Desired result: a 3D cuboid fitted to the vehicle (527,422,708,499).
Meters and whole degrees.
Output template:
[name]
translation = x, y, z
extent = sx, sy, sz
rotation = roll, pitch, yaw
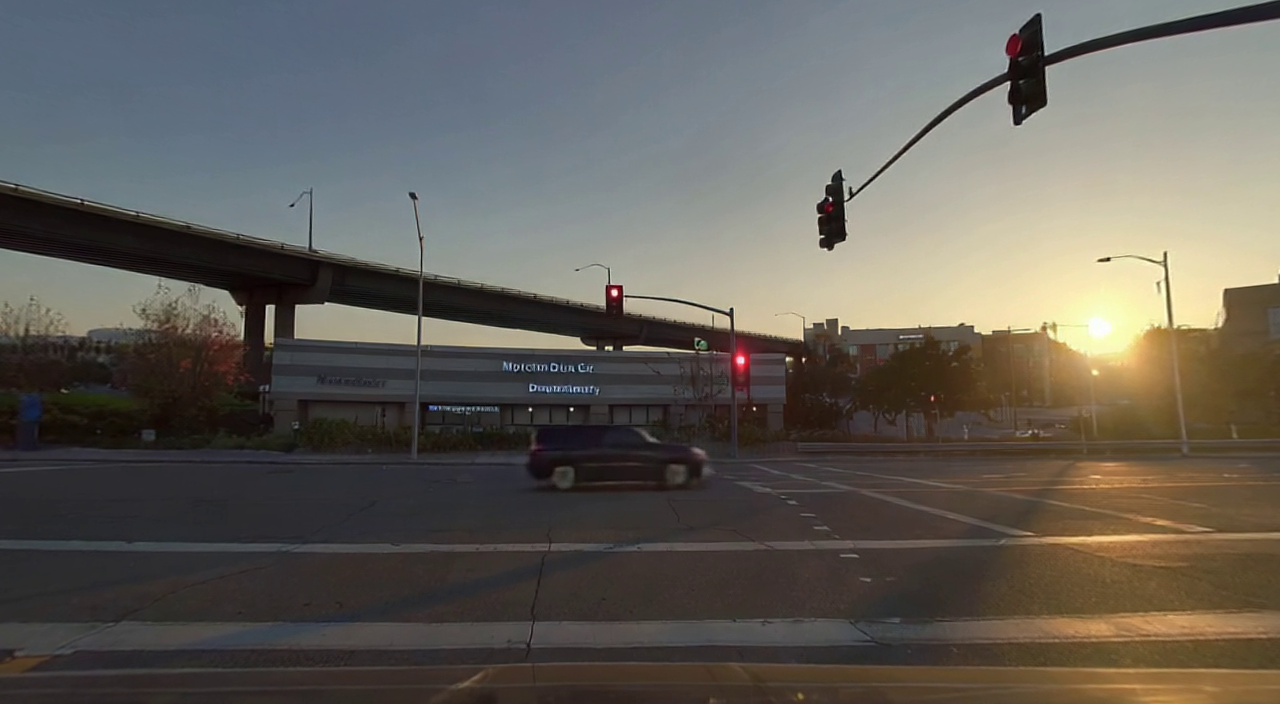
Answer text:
[vehicle]
translation = -0.524, 2.469, 14.600
extent = 3.897, 1.637, 1.832
rotation = 0, -9, -3
